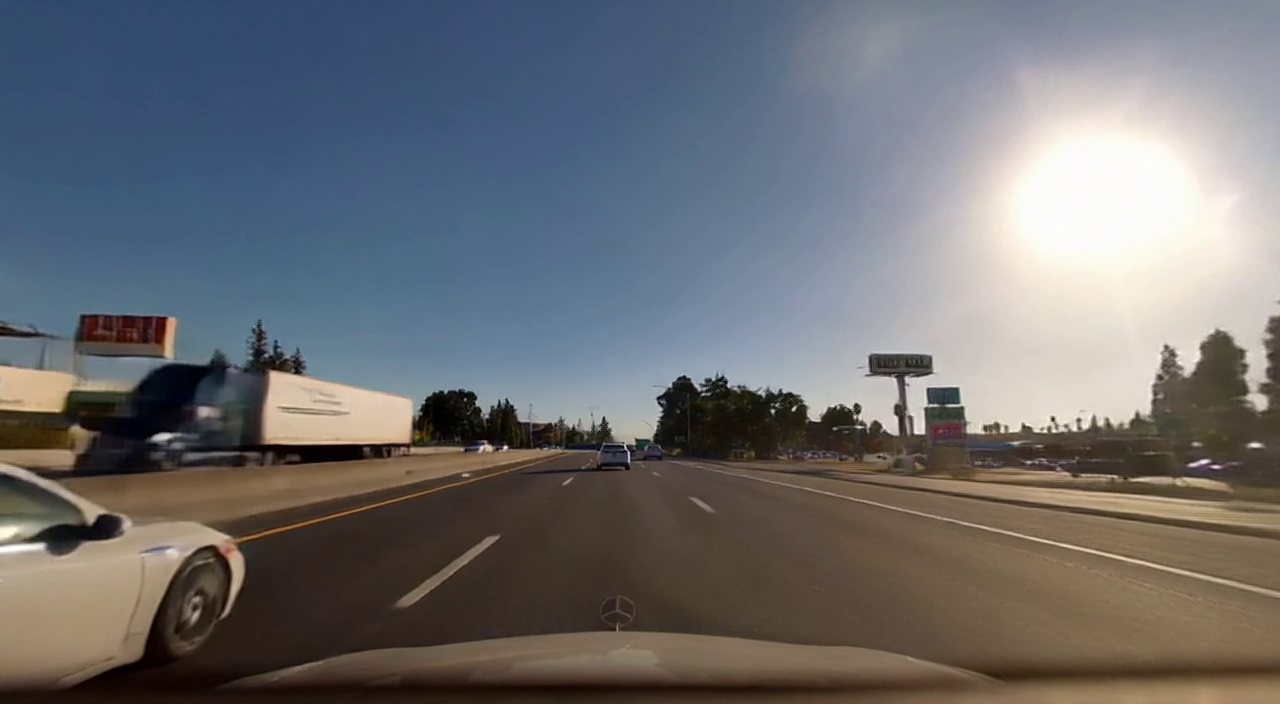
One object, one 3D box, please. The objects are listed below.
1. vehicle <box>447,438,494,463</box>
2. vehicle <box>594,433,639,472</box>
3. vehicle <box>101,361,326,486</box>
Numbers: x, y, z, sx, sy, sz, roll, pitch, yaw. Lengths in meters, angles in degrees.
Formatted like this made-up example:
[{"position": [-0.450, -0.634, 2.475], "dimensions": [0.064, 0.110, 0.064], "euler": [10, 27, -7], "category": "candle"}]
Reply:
[{"position": [-12.417, 7.257, 46.600], "dimensions": [2.084, 1.683, 5.021], "euler": [0, -9, 0], "category": "vehicle"}, {"position": [-1.228, 5.273, 33.202], "dimensions": [2.155, 1.856, 4.796], "euler": [0, -9, -2], "category": "vehicle"}, {"position": [-15.697, 2.876, 24.401], "dimensions": [3.062, 4.003, 8.152], "euler": [0, -9, -2], "category": "vehicle"}]
